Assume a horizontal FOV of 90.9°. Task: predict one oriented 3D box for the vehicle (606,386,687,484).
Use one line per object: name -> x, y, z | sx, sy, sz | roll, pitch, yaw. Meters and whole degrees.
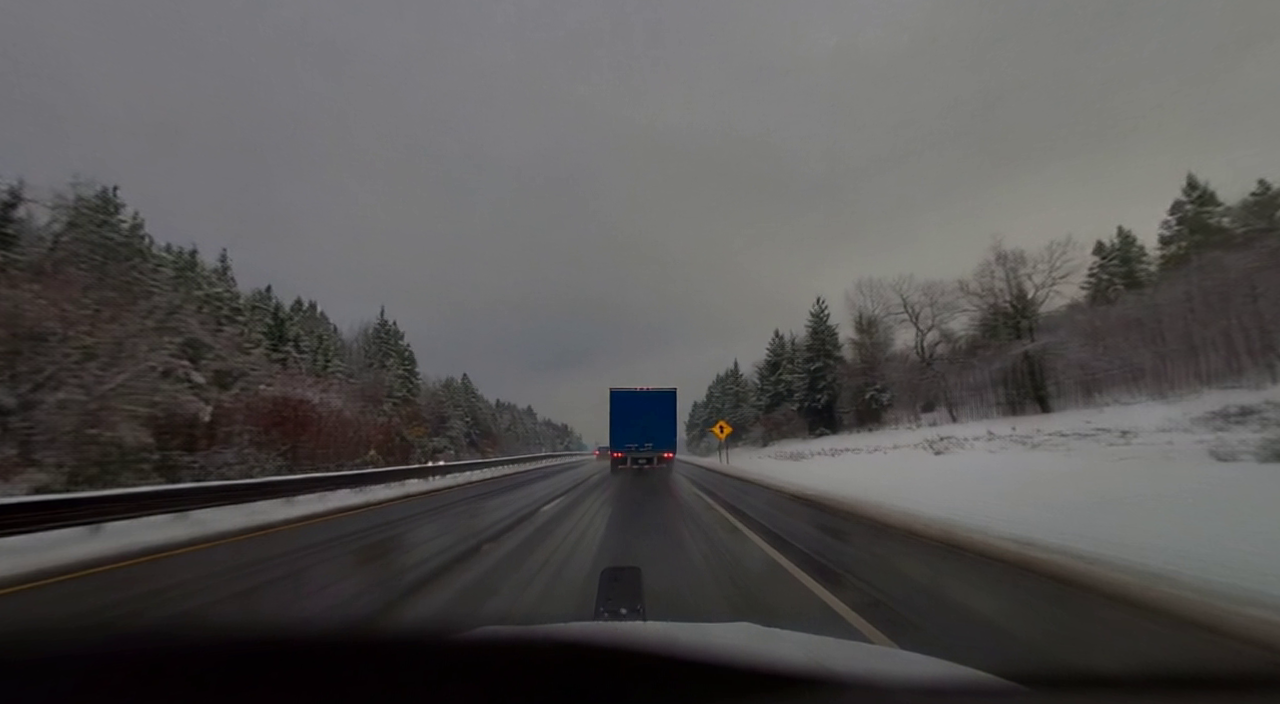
vehicle -> 0.095, 3.672, 27.243 | 2.913, 3.530, 8.648 | 0, -9, -2
